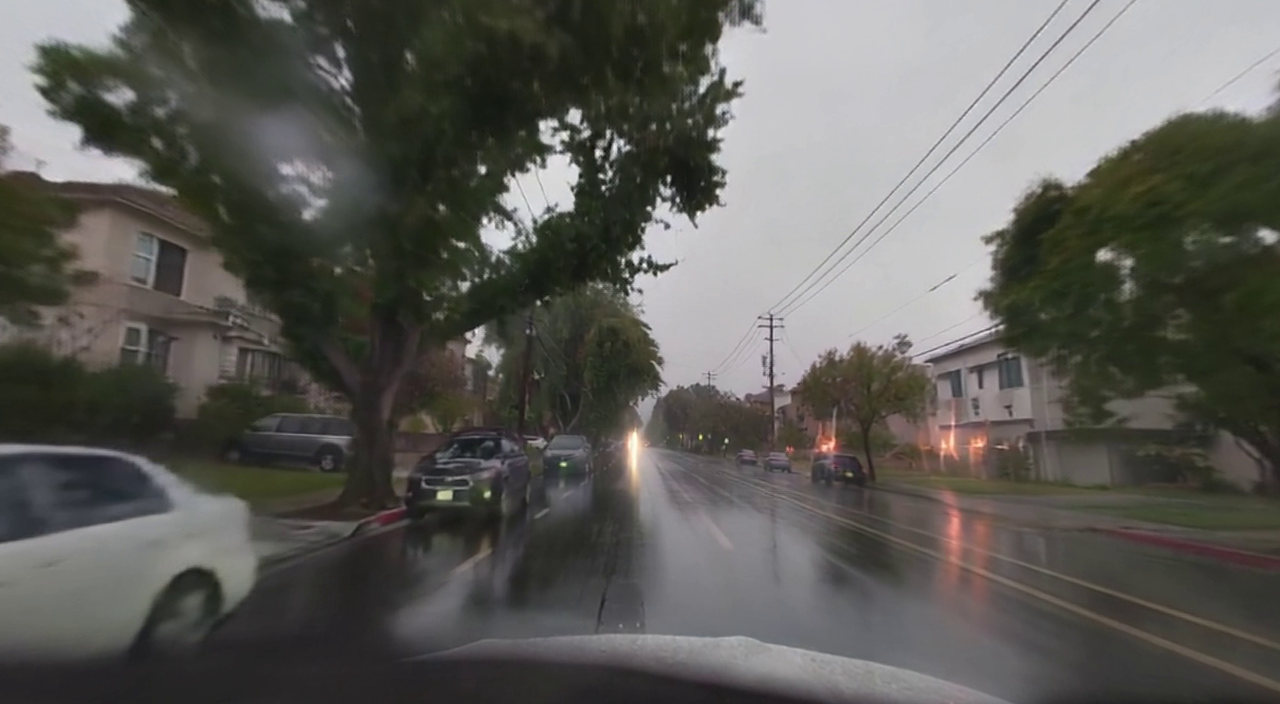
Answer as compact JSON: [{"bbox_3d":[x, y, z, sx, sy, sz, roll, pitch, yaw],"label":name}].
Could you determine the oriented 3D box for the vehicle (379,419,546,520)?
[{"bbox_3d":[-3.458,2.410,13.498,2.127,1.737,4.961,0,-9,0],"label":"vehicle"}]

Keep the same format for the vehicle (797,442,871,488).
[{"bbox_3d":[9.677,5.633,31.940,2.156,1.882,4.790,8,-8,1],"label":"vehicle"}]

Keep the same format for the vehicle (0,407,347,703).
[{"bbox_3d":[-3.451,1.060,2.841,1.917,1.516,4.898,-1,-8,0],"label":"vehicle"}]

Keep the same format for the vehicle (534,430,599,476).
[{"bbox_3d":[-3.241,4.639,29.207,2.290,1.924,5.536,0,-8,1],"label":"vehicle"}]

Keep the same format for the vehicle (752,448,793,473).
[{"bbox_3d":[9.802,8.023,47.112,1.977,1.495,4.800,8,-8,2],"label":"vehicle"}]
